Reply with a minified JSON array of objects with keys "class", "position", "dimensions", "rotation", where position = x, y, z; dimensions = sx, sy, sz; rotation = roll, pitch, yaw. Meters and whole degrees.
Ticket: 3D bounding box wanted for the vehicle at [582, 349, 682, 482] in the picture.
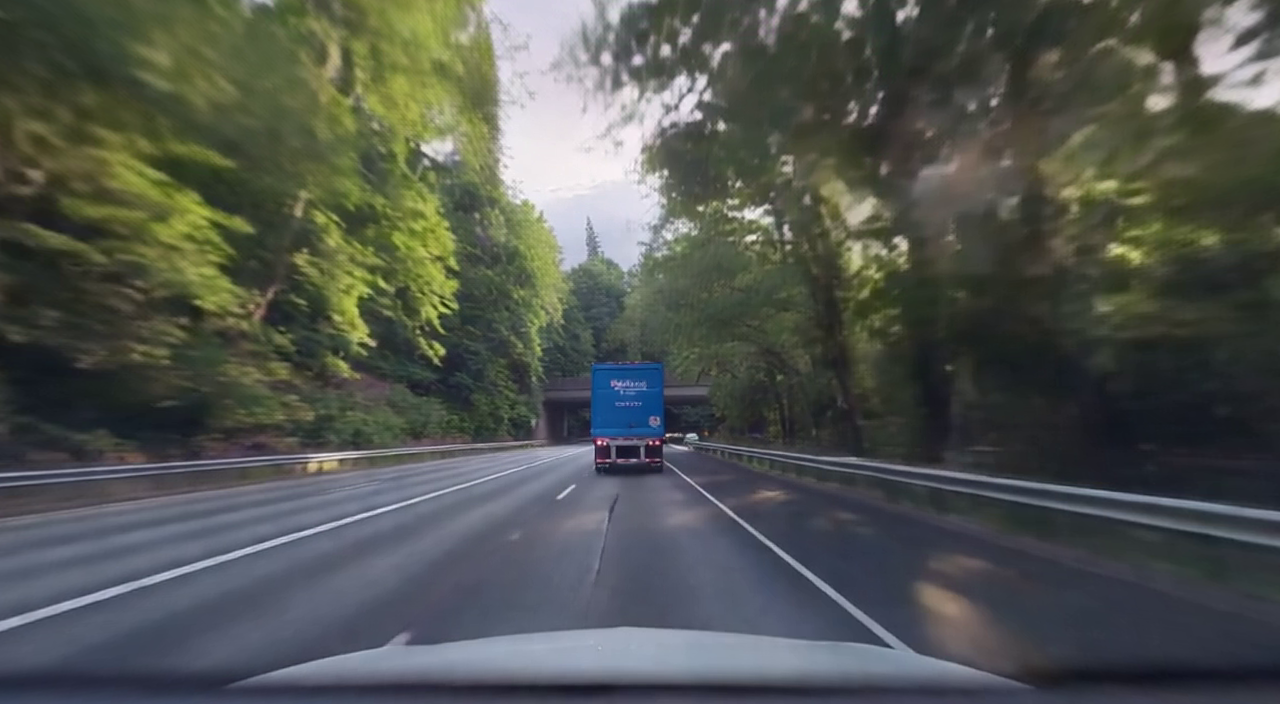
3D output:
[{"class":"vehicle","position":[-0.463,2.515,23.575],"dimensions":[2.895,3.861,10.213],"rotation":[0,-8,-3]}]
